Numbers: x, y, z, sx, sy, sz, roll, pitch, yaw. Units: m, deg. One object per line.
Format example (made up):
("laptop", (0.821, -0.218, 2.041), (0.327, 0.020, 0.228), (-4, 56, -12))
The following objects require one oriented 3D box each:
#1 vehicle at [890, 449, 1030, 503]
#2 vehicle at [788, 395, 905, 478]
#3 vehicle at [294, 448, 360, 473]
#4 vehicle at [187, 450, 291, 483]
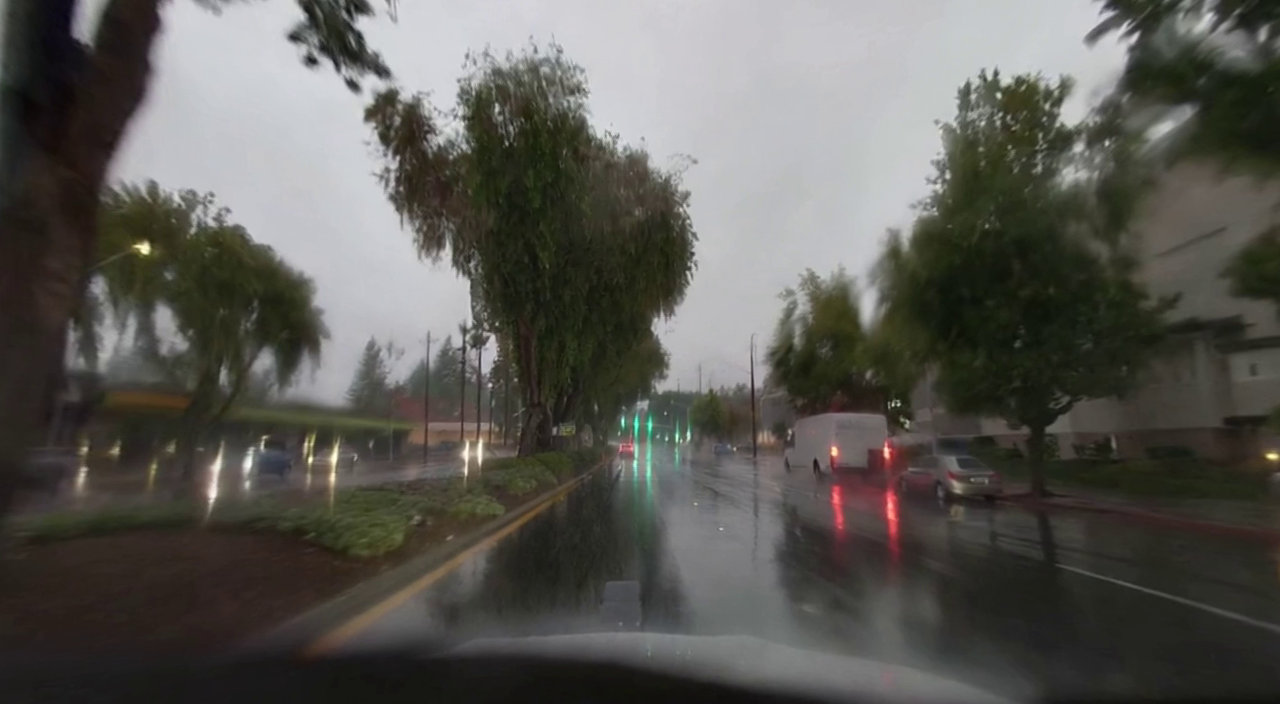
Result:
("vehicle", (9.666, 3.751, 19.634), (1.827, 1.414, 4.879), (0, -9, 0))
("vehicle", (9.526, 4.153, 30.367), (2.684, 3.381, 8.336), (0, -9, -1))
("vehicle", (-19.656, 6.819, 39.862), (1.813, 1.465, 4.454), (0, -9, 1))
("vehicle", (-19.593, 5.580, 31.149), (1.975, 1.484, 4.820), (0, -9, 0))
